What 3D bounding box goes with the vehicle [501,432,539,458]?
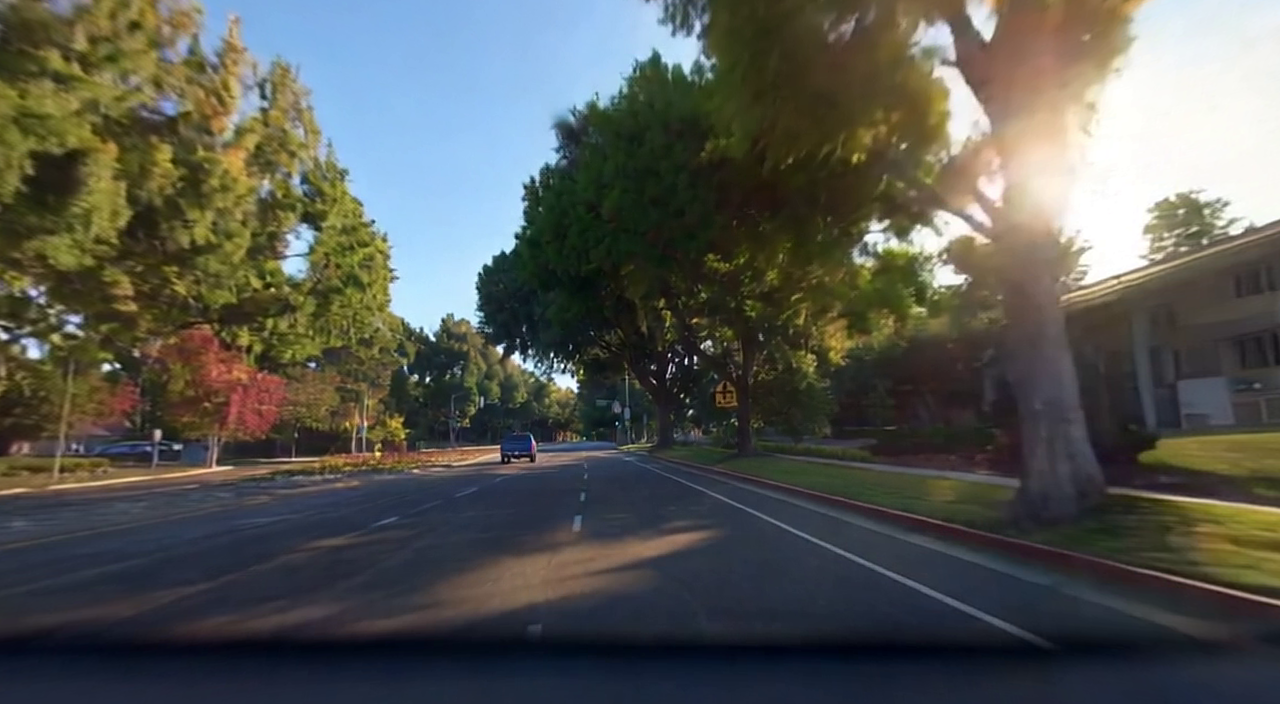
[{"bbox_3d":[-9.086,7.087,48.165,2.267,1.849,6.402,1,-9,-6],"label":"vehicle"}]
